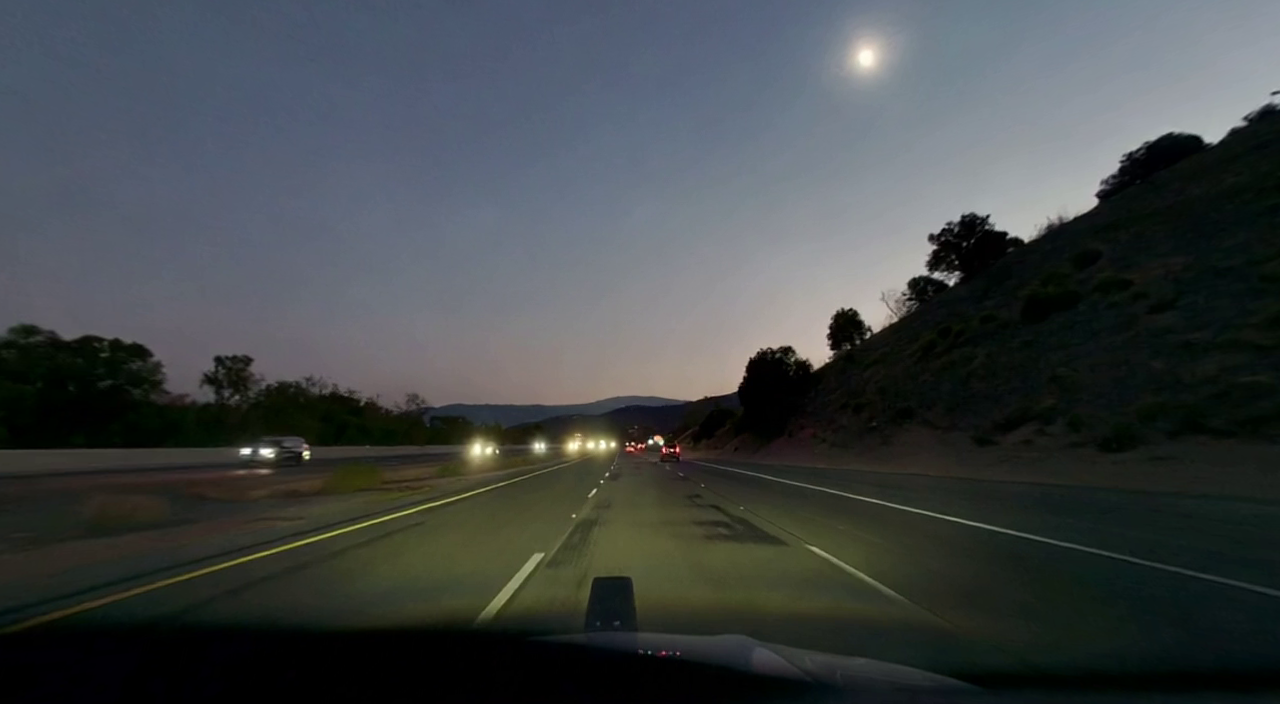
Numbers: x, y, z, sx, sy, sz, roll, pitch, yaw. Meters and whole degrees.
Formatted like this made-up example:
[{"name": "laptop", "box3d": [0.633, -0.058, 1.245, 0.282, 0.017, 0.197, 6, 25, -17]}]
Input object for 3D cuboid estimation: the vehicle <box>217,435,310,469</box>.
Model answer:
[{"name": "vehicle", "box3d": [-20.334, 5.412, 34.312, 2.064, 1.686, 4.749, 0, -8, 1]}]
